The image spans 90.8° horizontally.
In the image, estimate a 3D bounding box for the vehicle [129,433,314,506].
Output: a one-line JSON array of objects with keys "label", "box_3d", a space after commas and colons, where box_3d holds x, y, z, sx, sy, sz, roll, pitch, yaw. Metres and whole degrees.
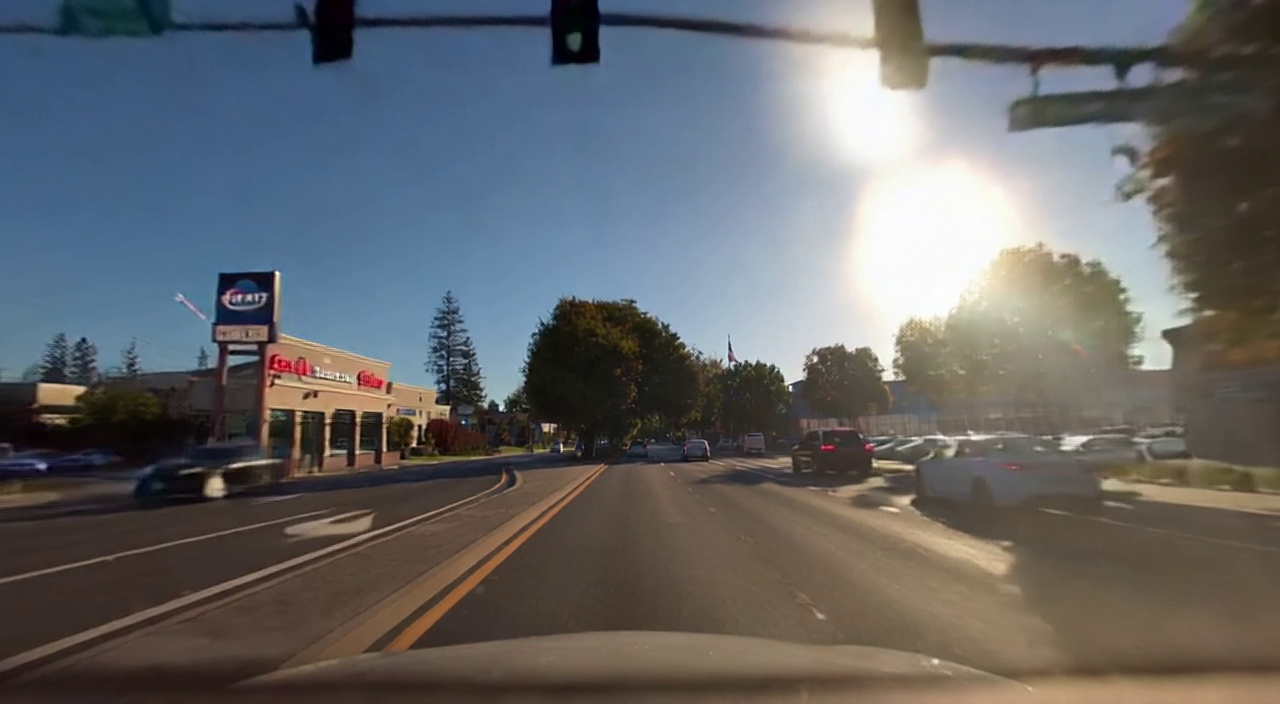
[{"label": "vehicle", "box_3d": [-11.755, 3.293, 18.278, 2.102, 1.793, 4.694, 0, -8, 0]}]

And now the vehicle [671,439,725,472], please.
[{"label": "vehicle", "box_3d": [2.715, 4.963, 30.588, 2.099, 1.463, 4.365, 0, -8, -1]}]

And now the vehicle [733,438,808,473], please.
[{"label": "vehicle", "box_3d": [6.024, 4.813, 29.814, 2.072, 1.491, 4.753, 1, -8, -6]}]

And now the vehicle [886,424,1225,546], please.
[{"label": "vehicle", "box_3d": [6.113, 1.998, 10.318, 2.150, 1.485, 4.919, 0, -8, -1]}]

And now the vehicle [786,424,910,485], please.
[{"label": "vehicle", "box_3d": [6.873, 3.447, 21.596, 2.268, 1.822, 5.038, 0, -8, -3]}]
